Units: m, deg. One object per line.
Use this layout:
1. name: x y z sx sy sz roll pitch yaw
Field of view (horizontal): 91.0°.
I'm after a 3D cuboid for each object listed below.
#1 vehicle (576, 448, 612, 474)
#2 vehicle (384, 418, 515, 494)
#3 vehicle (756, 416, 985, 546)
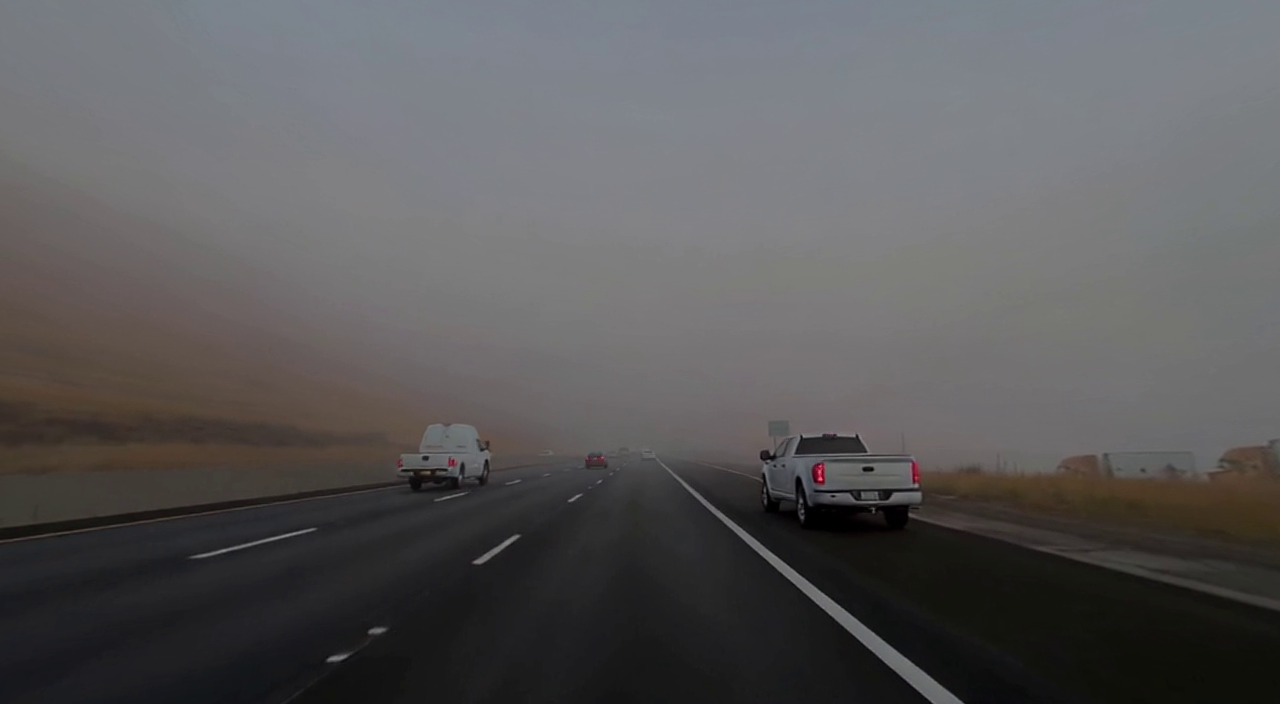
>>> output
1. vehicle: -2.928 7.067 41.147 2.009 1.593 4.378 0 -9 0
2. vehicle: -7.050 4.018 24.591 2.937 2.509 7.090 0 -9 0
3. vehicle: 3.638 2.157 11.154 2.231 1.789 4.700 0 -9 0
